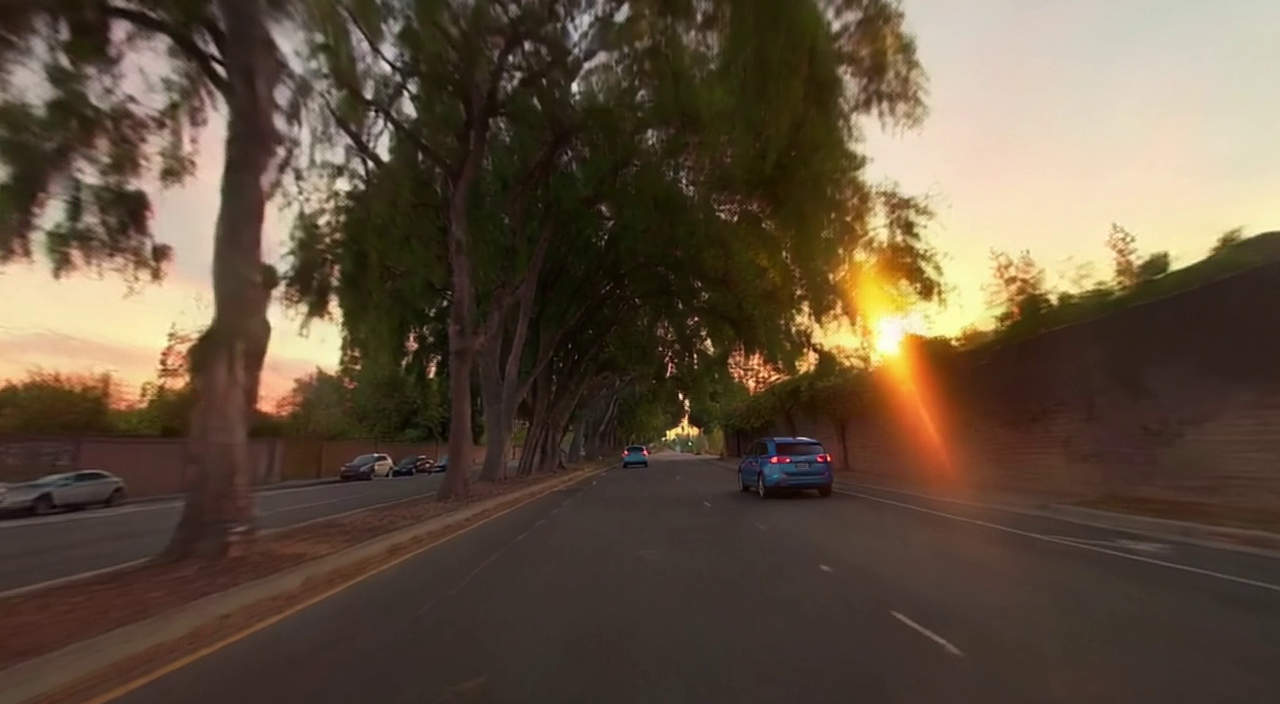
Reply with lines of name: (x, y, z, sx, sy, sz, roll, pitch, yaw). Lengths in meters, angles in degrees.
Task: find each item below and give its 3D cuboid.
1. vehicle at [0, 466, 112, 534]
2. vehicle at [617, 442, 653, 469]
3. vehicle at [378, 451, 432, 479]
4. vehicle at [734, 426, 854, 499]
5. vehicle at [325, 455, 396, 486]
vehicle: (-17.246, 3.981, 17.150, 2.012, 1.597, 4.366, -1, -8, 0)
vehicle: (-0.341, 7.265, 44.432, 2.391, 1.739, 3.837, -1, -8, 0)
vehicle: (-17.495, 8.414, 47.278, 2.352, 1.857, 4.893, -4, -9, -1)
vehicle: (4.097, 3.030, 17.714, 2.155, 1.752, 4.456, 0, -8, -1)
vehicle: (-17.316, 7.317, 39.438, 2.184, 1.697, 4.826, -1, -8, 0)
